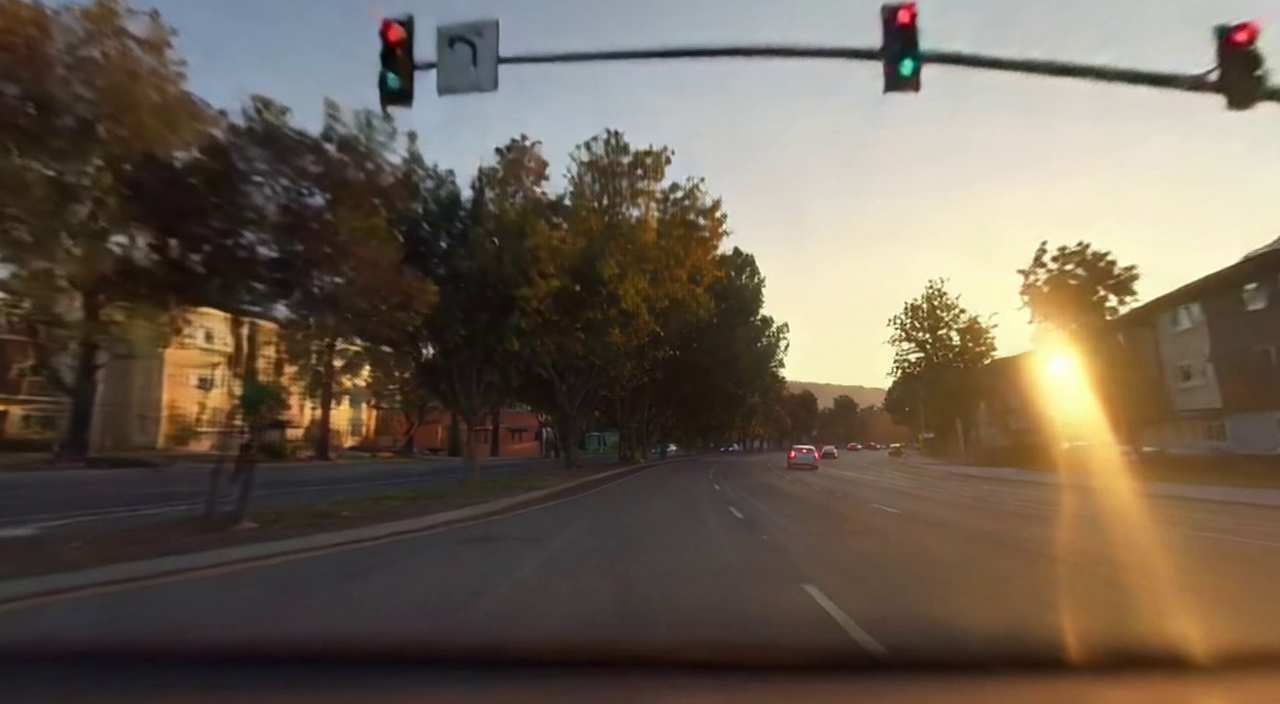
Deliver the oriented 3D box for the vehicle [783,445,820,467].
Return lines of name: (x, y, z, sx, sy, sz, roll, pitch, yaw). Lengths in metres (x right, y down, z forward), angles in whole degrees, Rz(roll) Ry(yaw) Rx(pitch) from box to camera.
vehicle: (11.191, 7.198, 43.998, 1.988, 1.460, 3.996, -2, -9, 8)
